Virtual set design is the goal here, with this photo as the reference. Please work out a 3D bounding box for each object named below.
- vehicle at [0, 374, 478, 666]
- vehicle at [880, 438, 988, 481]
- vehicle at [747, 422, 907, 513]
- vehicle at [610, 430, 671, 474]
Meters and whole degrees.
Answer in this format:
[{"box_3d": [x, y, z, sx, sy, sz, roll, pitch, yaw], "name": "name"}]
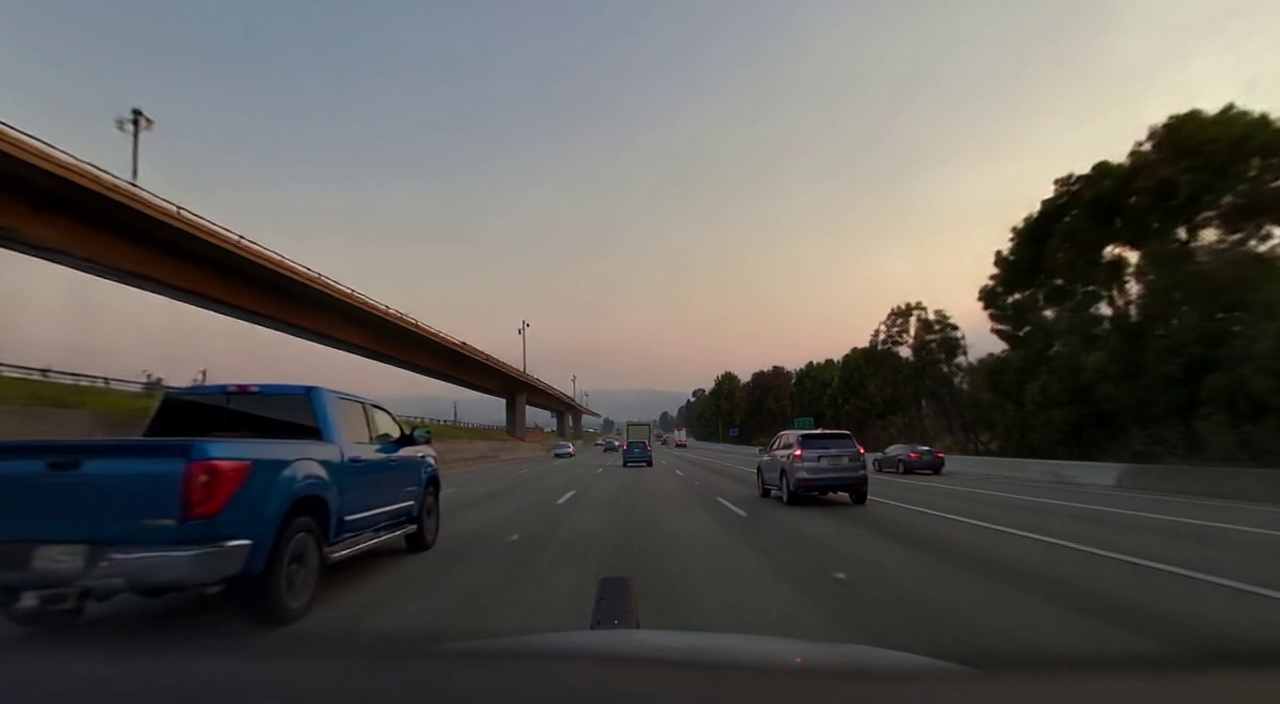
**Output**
[{"box_3d": [-3.579, 1.364, 6.306, 2.535, 1.715, 5.030, 0, -9, 1], "name": "vehicle"}, {"box_3d": [10.978, 4.036, 23.972, 1.961, 1.480, 4.331, 0, -9, -1], "name": "vehicle"}, {"box_3d": [3.784, 2.419, 13.661, 2.119, 1.653, 4.000, 0, -9, -1], "name": "vehicle"}, {"box_3d": [0.039, 4.651, 29.614, 2.572, 1.837, 5.693, 0, -9, 0], "name": "vehicle"}]
